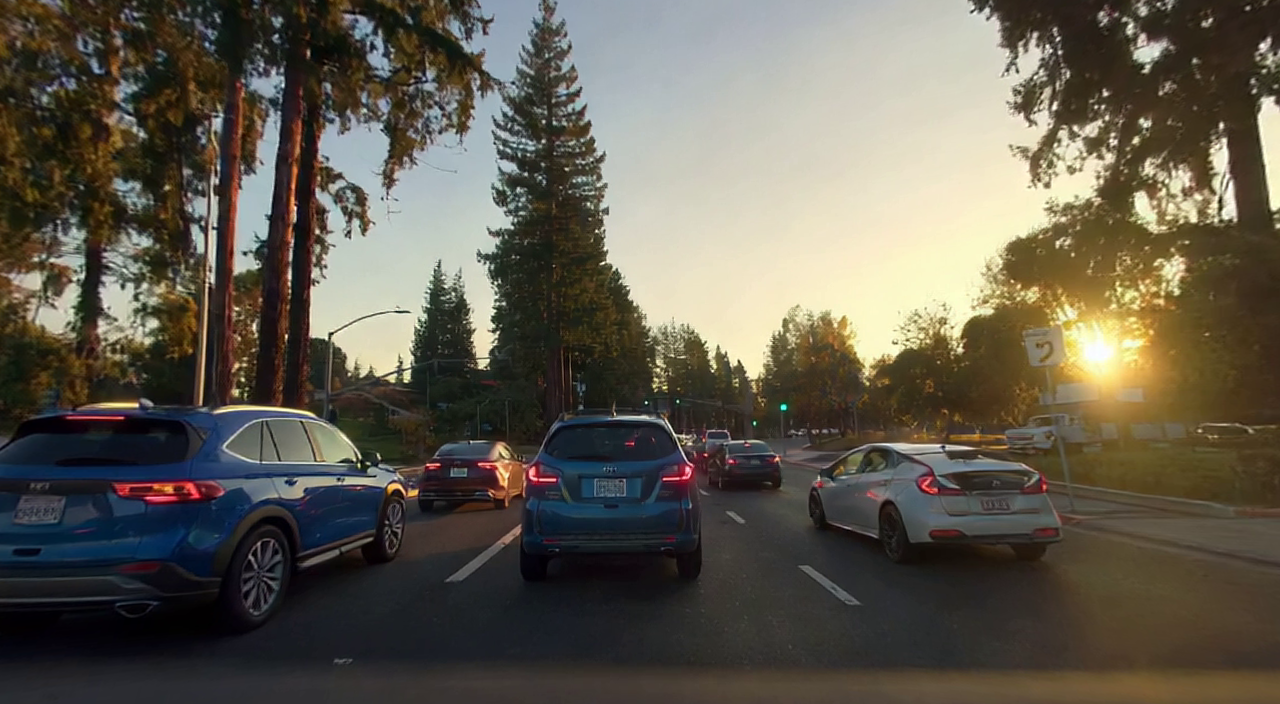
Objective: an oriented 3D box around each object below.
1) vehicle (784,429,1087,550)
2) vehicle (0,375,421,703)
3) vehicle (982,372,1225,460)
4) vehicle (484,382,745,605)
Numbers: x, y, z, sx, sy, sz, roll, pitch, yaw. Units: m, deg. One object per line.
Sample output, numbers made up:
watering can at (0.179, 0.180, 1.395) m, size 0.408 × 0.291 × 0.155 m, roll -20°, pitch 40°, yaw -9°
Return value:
vehicle at (4.318, 2.065, 10.306) m, size 2.036 × 1.480 × 4.659 m, roll 1°, pitch -9°, yaw -11°
vehicle at (-3.709, 1.286, 5.426) m, size 2.039 × 1.709 × 4.265 m, roll 0°, pitch -8°, yaw 1°
vehicle at (17.884, 2.543, 24.689) m, size 7.314 × 3.230 × 2.680 m, roll 0°, pitch -8°, yaw -2°
vehicle at (-0.215, 1.489, 7.483) m, size 2.132 × 1.816 × 4.471 m, roll 0°, pitch -8°, yaw 0°
